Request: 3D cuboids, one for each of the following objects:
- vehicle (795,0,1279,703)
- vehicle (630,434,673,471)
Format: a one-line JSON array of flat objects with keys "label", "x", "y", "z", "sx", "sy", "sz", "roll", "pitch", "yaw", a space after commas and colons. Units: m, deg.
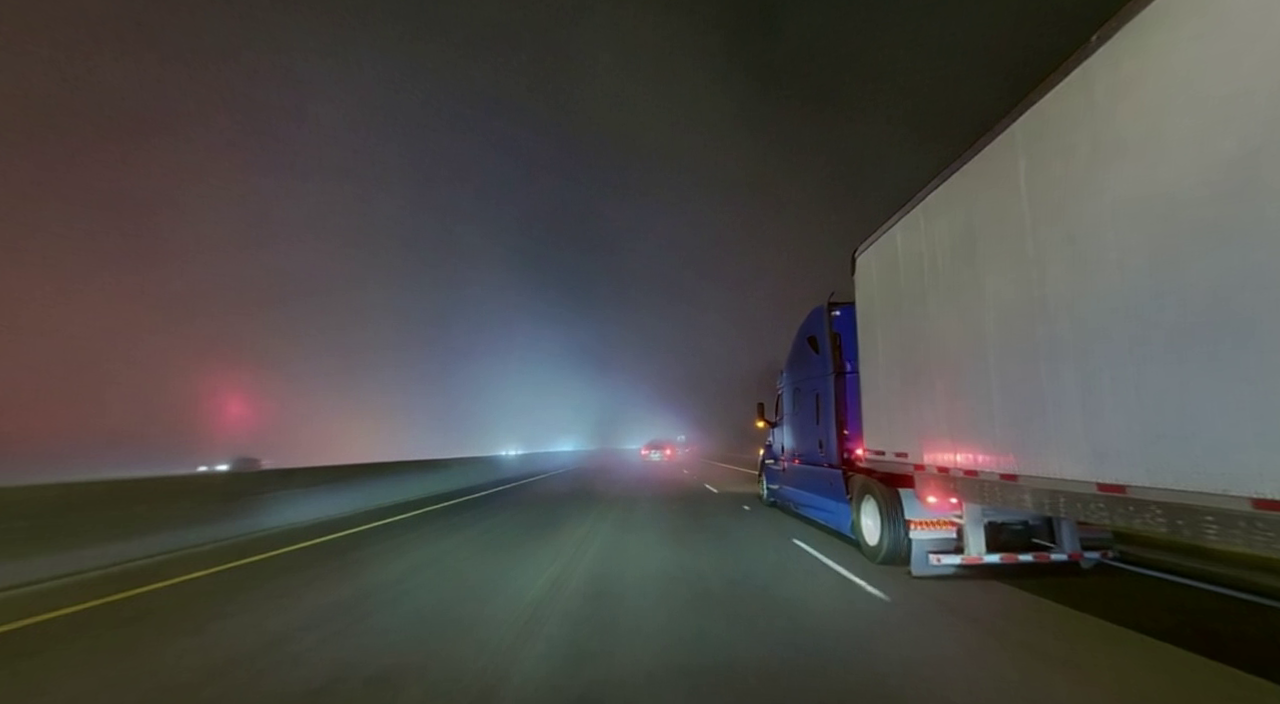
[{"label": "vehicle", "x": 4.078, "y": -0.450, "z": 2.501, "sx": 3.019, "sy": 4.145, "sz": 16.453, "roll": 0, "pitch": -8, "yaw": 1}, {"label": "vehicle", "x": 0.619, "y": 5.513, "z": 34.744, "sx": 2.205, "sy": 1.860, "sz": 4.301, "roll": 0, "pitch": -8, "yaw": 1}]
